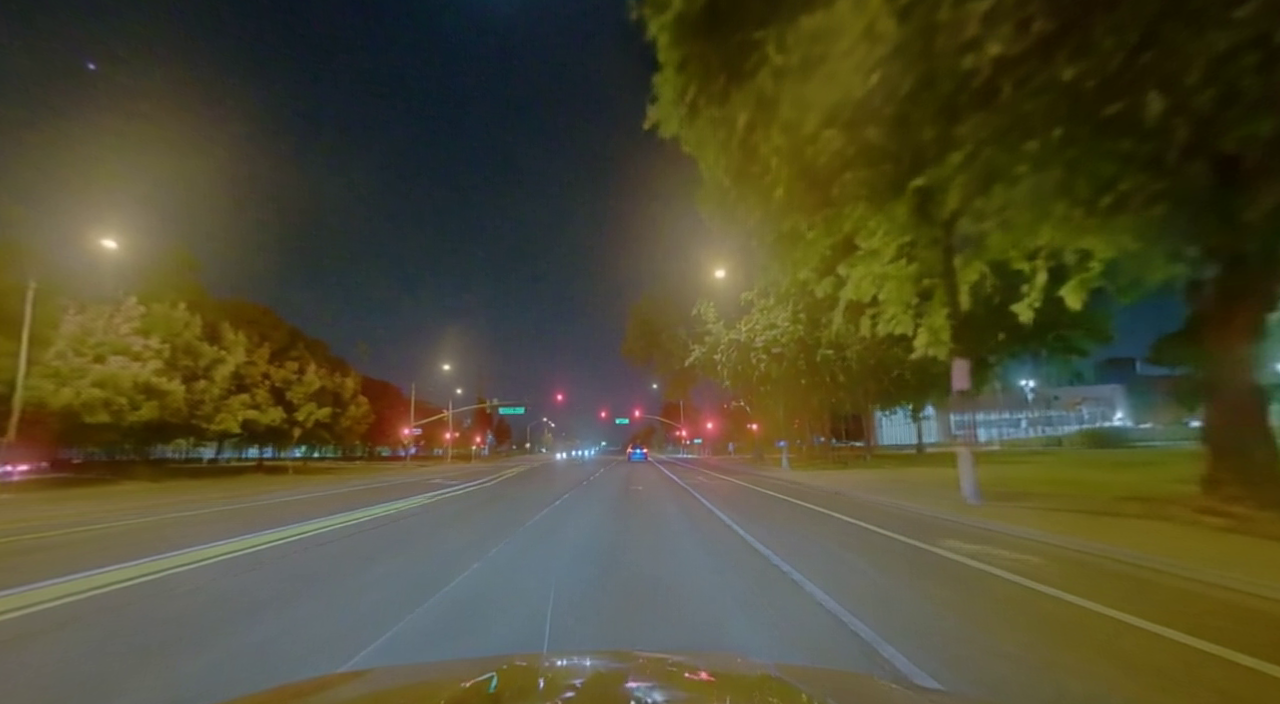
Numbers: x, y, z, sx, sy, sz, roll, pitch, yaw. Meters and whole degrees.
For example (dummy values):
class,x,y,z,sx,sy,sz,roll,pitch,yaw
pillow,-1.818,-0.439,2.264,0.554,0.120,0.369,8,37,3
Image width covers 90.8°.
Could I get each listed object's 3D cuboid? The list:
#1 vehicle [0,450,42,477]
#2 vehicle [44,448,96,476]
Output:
class,x,y,z,sx,sy,sz,roll,pitch,yaw
vehicle,-38.185,6.826,38.826,3.758,1.545,1.763,-8,-12,44
vehicle,-37.955,7.258,42.044,4.235,1.748,2.001,-8,-11,42
